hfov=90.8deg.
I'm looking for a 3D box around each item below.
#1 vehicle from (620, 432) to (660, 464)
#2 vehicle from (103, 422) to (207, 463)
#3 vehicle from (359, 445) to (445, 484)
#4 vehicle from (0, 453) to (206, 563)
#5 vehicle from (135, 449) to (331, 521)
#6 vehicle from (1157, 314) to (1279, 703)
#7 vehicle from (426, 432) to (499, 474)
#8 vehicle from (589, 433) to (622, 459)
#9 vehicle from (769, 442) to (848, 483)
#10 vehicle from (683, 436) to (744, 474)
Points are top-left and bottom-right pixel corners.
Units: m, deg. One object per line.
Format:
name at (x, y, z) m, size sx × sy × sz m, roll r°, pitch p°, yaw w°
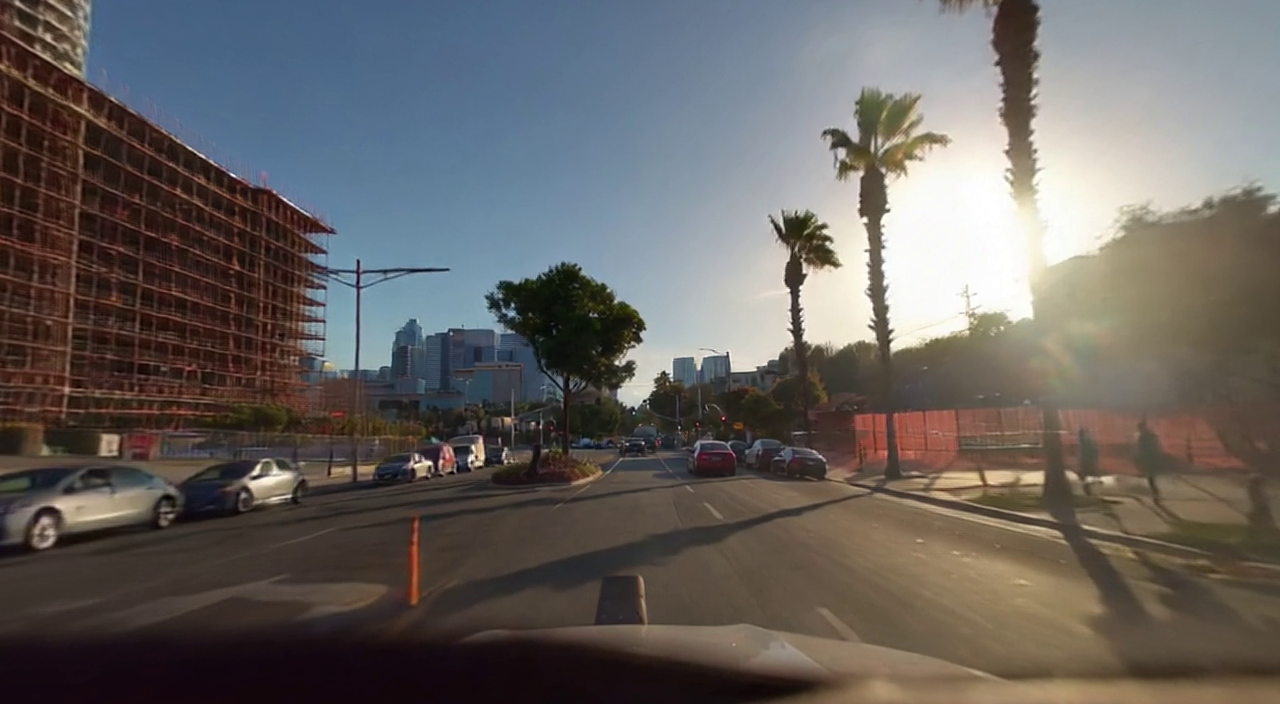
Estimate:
vehicle at (0.009, 5.715, 37.704) m, size 2.264 × 1.798 × 4.258 m, roll 0°, pitch -8°, yaw 0°
vehicle at (-20.093, 3.775, 26.181) m, size 3.575 × 1.571 × 1.912 m, roll -5°, pitch -9°, yaw 26°
vehicle at (-9.942, 4.720, 26.853) m, size 1.804 × 1.478 × 4.734 m, roll 0°, pitch -8°, yaw 0°
vehicle at (-9.723, 2.457, 10.602) m, size 1.826 × 1.445 × 4.325 m, roll 0°, pitch -8°, yaw 0°
vehicle at (-9.669, 3.136, 15.575) m, size 1.821 × 1.448 × 4.591 m, roll 0°, pitch -8°, yaw -1°
vehicle at (3.044, 0.462, 0.247) m, size 1.953 × 1.687 × 4.344 m, roll 0°, pitch -8°, yaw 0°
vehicle at (-9.996, 5.806, 36.147) m, size 2.294 × 1.948 × 6.025 m, roll -6°, pitch -10°, yaw 0°
vehicle at (-2.611, 7.270, 48.930) m, size 2.180 × 1.879 × 4.452 m, roll 0°, pitch -8°, yaw 1°
vehicle at (6.460, 4.259, 24.752) m, size 1.819 × 1.435 × 4.337 m, roll 0°, pitch -8°, yaw -1°
vehicle at (3.091, 4.426, 27.234) m, size 1.999 × 1.487 × 3.939 m, roll 0°, pitch -8°, yaw -2°
